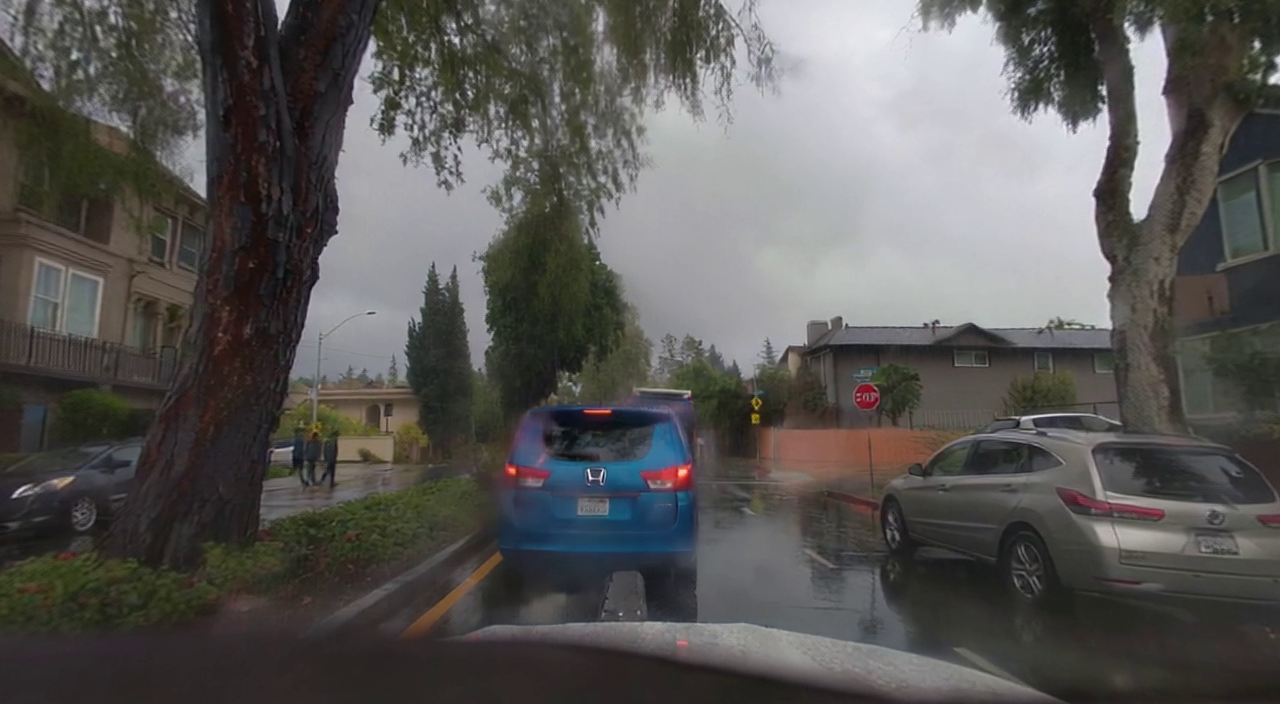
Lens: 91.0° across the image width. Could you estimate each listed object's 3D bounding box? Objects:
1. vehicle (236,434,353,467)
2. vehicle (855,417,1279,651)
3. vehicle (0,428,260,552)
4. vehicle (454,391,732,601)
[{"bbox_3d":[-16.265,4.650,29.781,4.387,1.495,1.811,1,-8,-3],"label":"vehicle"},{"bbox_3d":[4.220,1.680,6.910,1.959,1.581,4.731,4,-9,-2],"label":"vehicle"},{"bbox_3d":[-8.290,2.021,10.058,1.825,1.532,4.083,-3,-7,2],"label":"vehicle"},{"bbox_3d":[-0.412,1.582,7.814,2.377,1.787,4.652,0,-8,0],"label":"vehicle"}]
